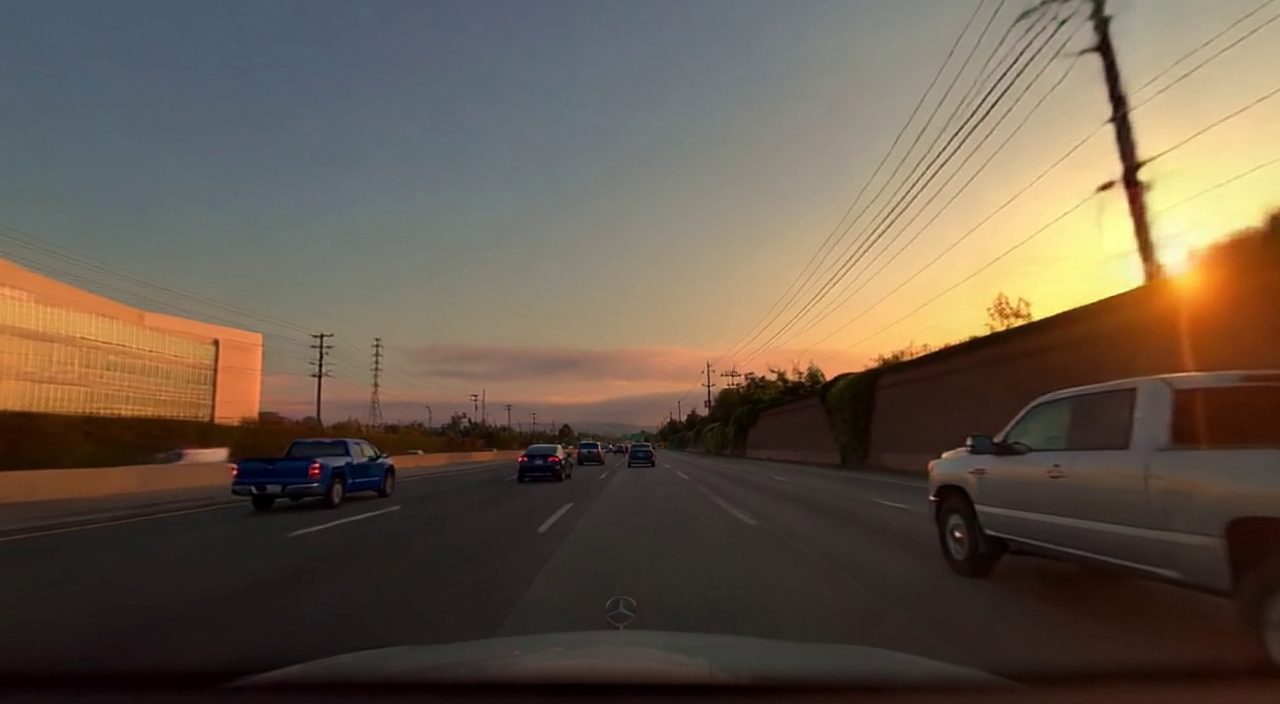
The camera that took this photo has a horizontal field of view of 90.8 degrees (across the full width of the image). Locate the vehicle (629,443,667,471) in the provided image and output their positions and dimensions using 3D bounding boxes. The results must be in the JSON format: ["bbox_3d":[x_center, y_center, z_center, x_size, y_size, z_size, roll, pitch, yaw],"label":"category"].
[{"bbox_3d":[0.447,5.902,35.705,2.030,1.471,4.115,0,-8,0],"label":"vehicle"}]

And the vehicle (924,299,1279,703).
[{"bbox_3d":[4.014,0.848,3.693,2.231,1.919,5.086,0,-8,-1],"label":"vehicle"}]

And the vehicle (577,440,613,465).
[{"bbox_3d":[-3.239,7.320,46.250,2.244,1.752,4.439,0,-8,0],"label":"vehicle"}]

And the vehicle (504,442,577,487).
[{"bbox_3d":[-3.518,4.041,23.054,1.938,1.444,4.206,0,-8,0],"label":"vehicle"}]

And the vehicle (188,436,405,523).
[{"bbox_3d":[-6.911,2.593,13.481,1.959,1.496,4.740,0,-8,0],"label":"vehicle"}]

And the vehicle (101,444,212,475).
[{"bbox_3d":[-30.005,6.662,39.532,2.281,1.762,5.839,0,-9,0],"label":"vehicle"}]
